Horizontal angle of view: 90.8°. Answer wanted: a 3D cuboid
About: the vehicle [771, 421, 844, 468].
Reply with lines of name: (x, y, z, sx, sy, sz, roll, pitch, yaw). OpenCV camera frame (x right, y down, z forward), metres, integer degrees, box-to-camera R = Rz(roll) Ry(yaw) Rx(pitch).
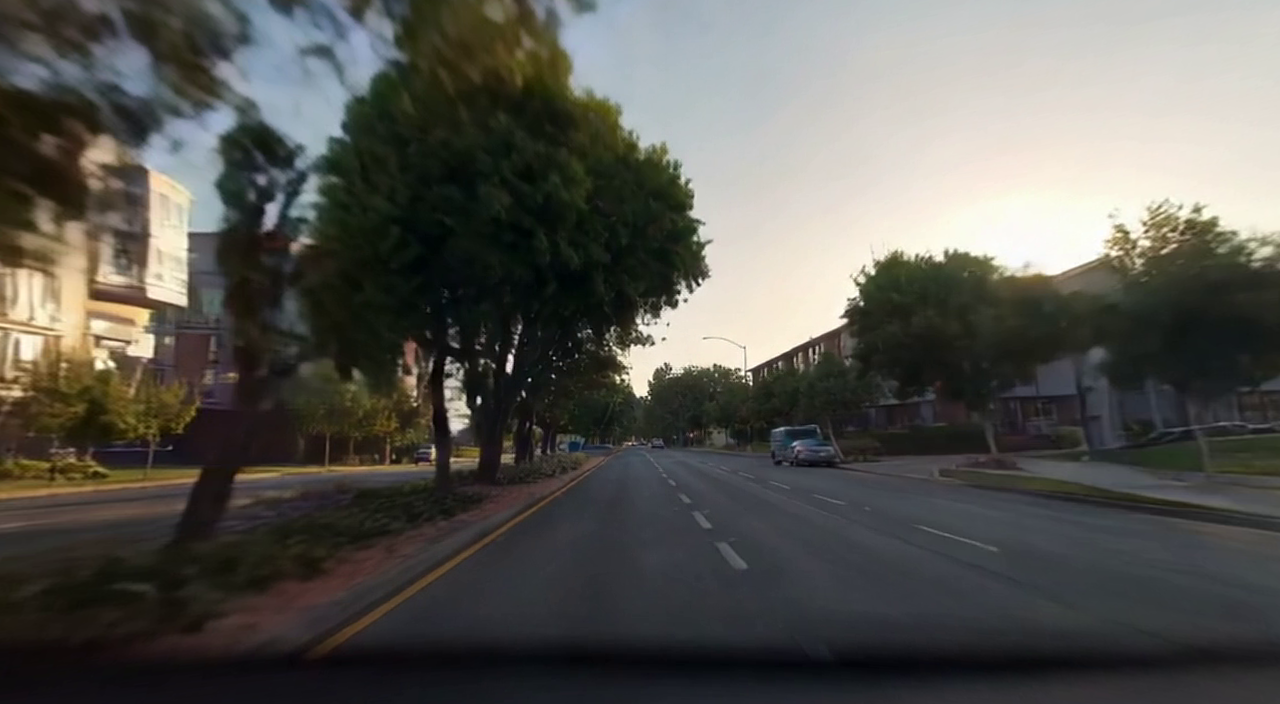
vehicle: (9.818, 5.538, 37.713, 2.456, 2.534, 5.930, 0, -8, -3)
